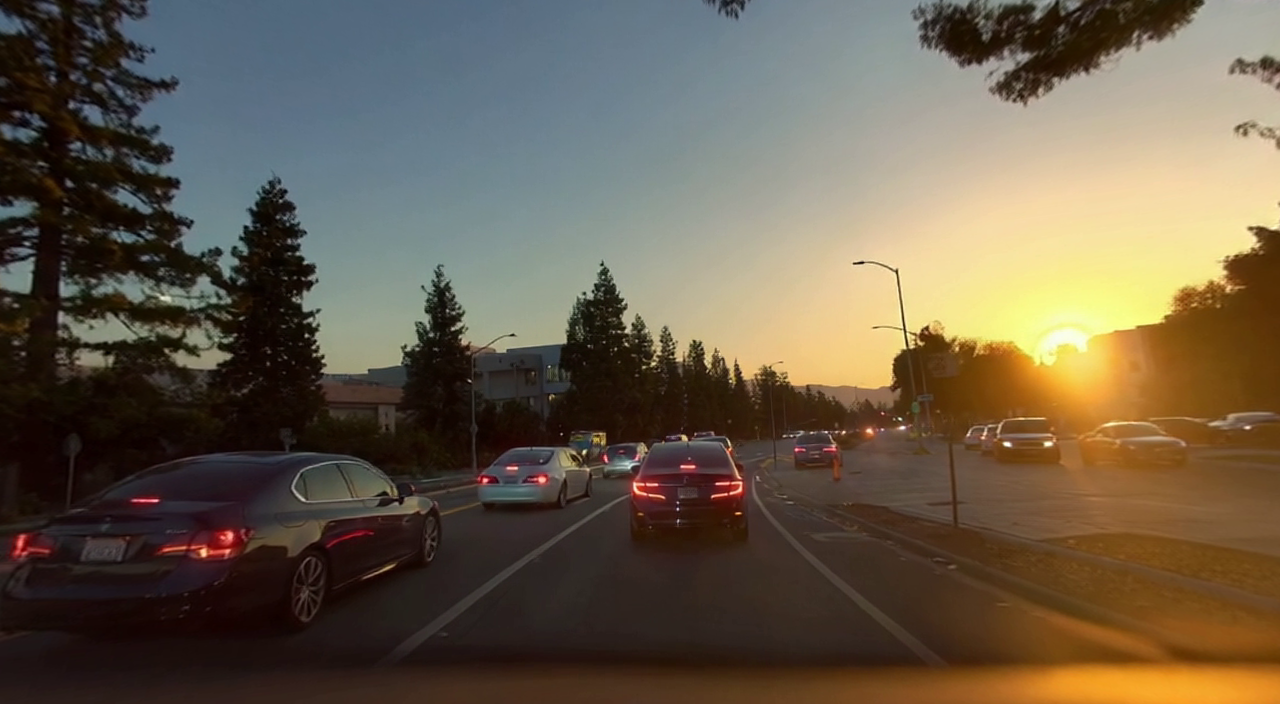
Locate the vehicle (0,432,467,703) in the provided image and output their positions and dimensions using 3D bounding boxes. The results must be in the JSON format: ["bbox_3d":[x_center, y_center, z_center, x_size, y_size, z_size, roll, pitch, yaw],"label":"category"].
[{"bbox_3d":[-3.248,1.542,5.724,1.940,1.502,4.241,-1,-9,3],"label":"vehicle"}]

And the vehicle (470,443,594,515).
[{"bbox_3d":[-2.456,3.013,15.494,1.870,1.490,4.187,-1,-9,7],"label":"vehicle"}]

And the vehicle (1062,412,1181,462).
[{"bbox_3d":[17.491,3.129,23.126,1.803,1.518,3.893,-7,-9,12],"label":"vehicle"}]

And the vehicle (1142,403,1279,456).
[{"bbox_3d":[20.283,2.800,22.546,1.902,1.529,3.937,-7,-9,13],"label":"vehicle"}]

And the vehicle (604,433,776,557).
[{"bbox_3d":[0.777,2.105,10.012,2.142,1.528,4.133,-1,-9,5],"label":"vehicle"}]

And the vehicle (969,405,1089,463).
[{"bbox_3d":[14.296,3.120,23.541,2.288,1.933,4.612,-2,-9,12],"label":"vehicle"}]
